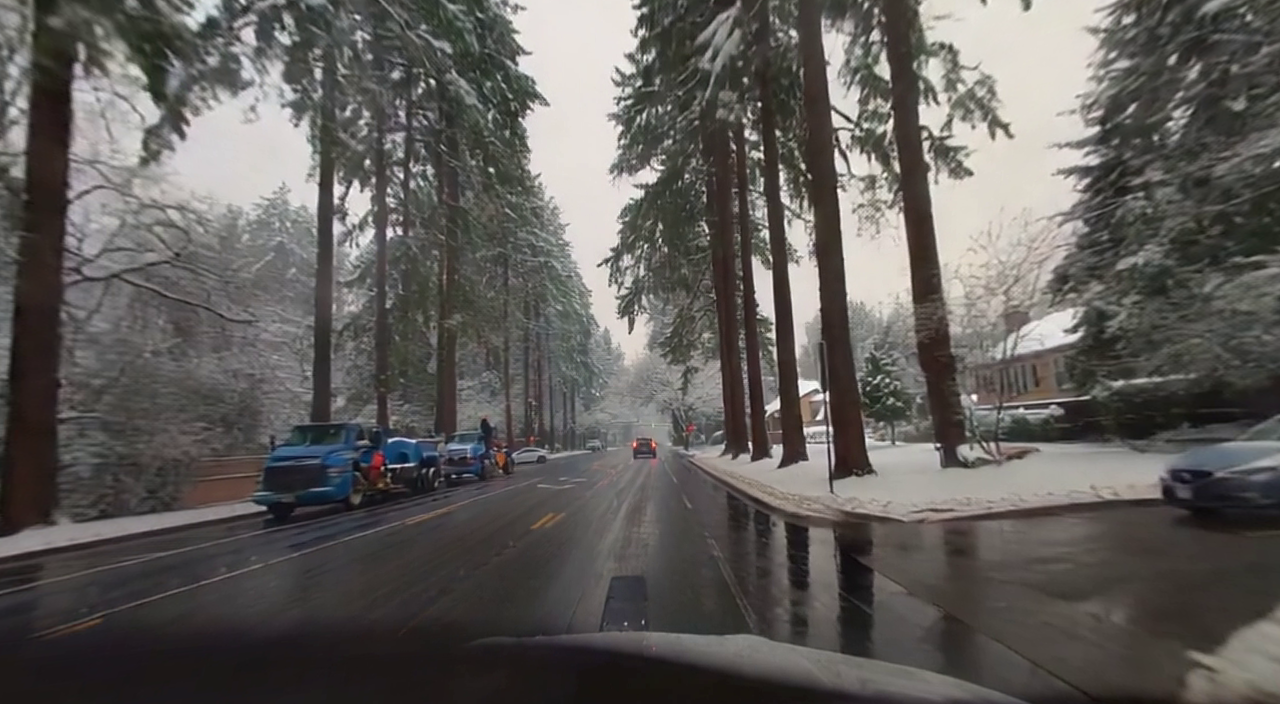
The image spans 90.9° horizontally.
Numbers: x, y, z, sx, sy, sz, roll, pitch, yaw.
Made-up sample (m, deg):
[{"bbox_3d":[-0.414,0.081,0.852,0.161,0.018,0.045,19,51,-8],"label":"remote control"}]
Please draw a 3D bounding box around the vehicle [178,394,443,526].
[{"bbox_3d":[-9.267,3.206,19.745,2.970,3.068,9.784,0,-8,0],"label":"vehicle"}]

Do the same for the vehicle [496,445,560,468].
[{"bbox_3d":[-8.669,8.081,48.957,4.594,1.696,1.971,0,-8,0],"label":"vehicle"}]

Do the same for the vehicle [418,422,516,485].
[{"bbox_3d":[-8.872,5.283,33.289,2.816,2.723,7.506,-4,-8,1],"label":"vehicle"}]

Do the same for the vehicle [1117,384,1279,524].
[{"bbox_3d":[8.715,1.133,7.296,4.623,1.420,1.996,-1,-8,5],"label":"vehicle"}]
